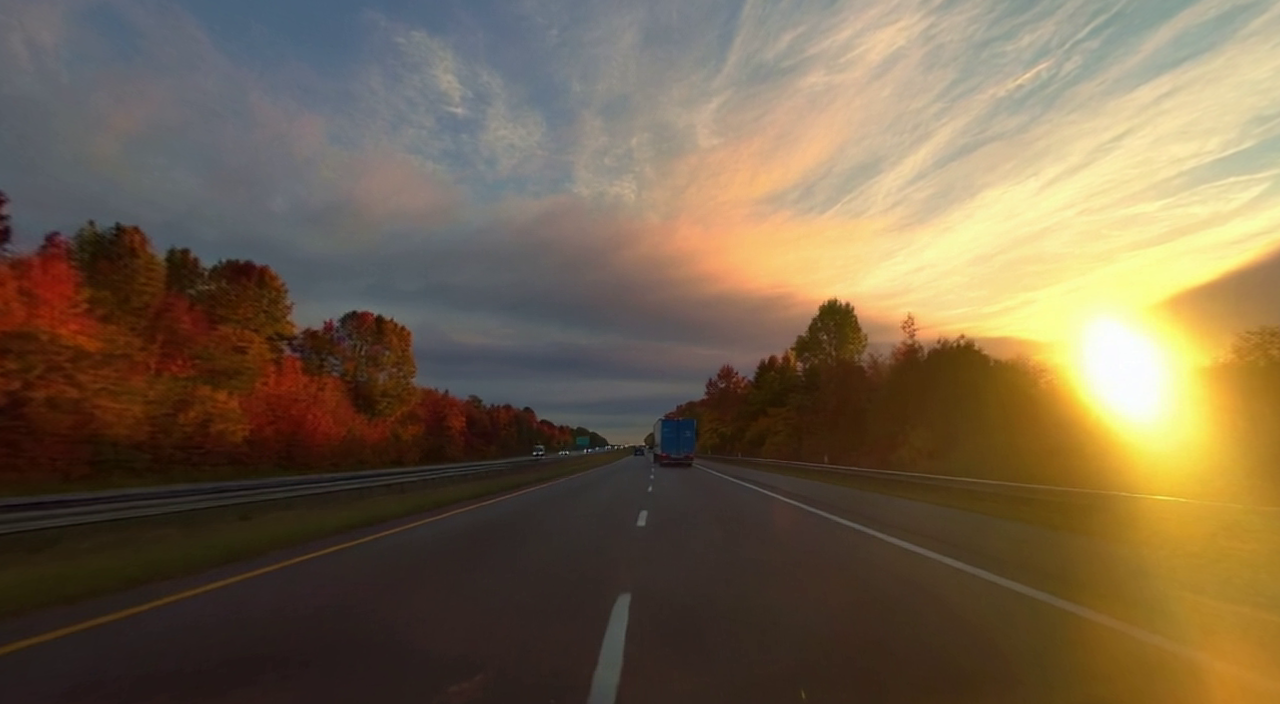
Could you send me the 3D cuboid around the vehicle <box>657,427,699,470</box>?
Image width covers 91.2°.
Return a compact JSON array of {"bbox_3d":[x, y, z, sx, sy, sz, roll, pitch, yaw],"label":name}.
[{"bbox_3d":[2.750,7.311,47.289,2.697,2.980,6.749,0,-9,0],"label":"vehicle"}]
